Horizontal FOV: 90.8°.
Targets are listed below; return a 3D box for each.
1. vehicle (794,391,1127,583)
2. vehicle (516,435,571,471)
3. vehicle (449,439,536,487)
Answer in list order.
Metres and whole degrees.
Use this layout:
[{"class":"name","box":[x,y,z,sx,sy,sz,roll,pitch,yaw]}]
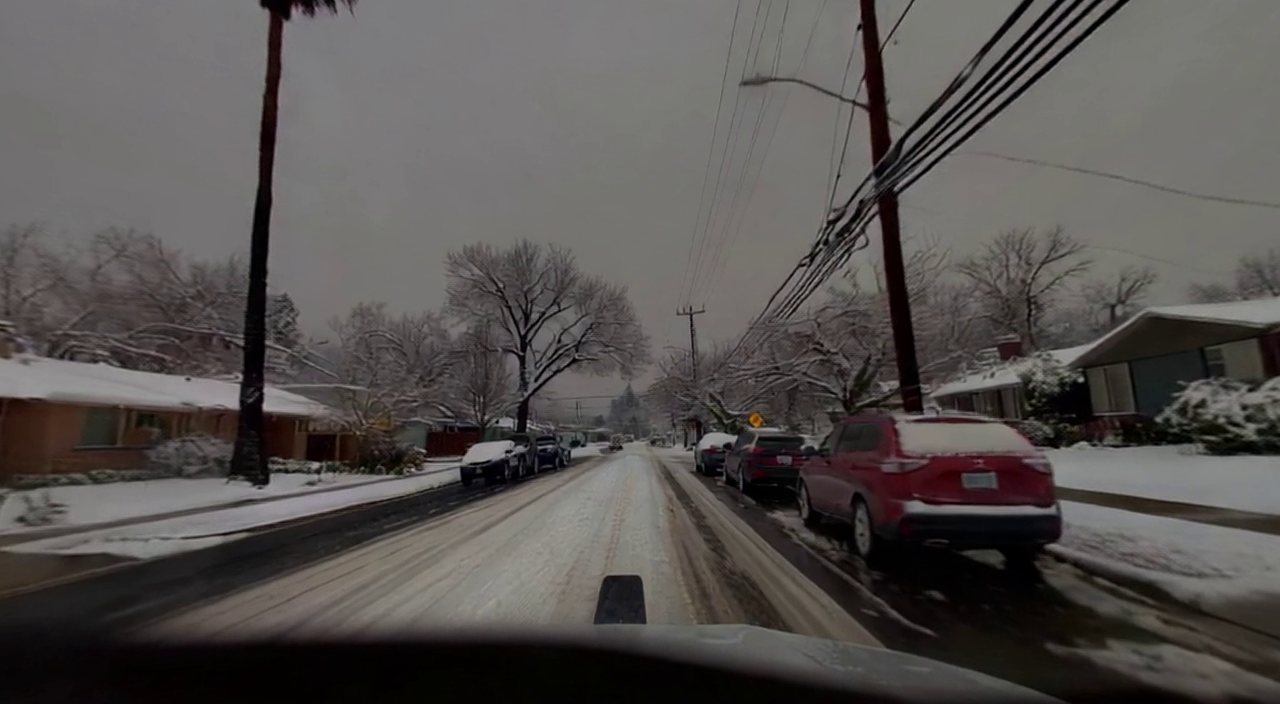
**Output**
[{"class":"vehicle","box":[3.545,1.589,8.219,2.012,1.777,4.505,0,-8,1]},{"class":"vehicle","box":[-5.843,6.226,39.091,2.455,2.045,6.171,0,-8,0]},{"class":"vehicle","box":[-5.854,4.456,25.772,2.226,1.768,4.780,0,-8,2]}]
